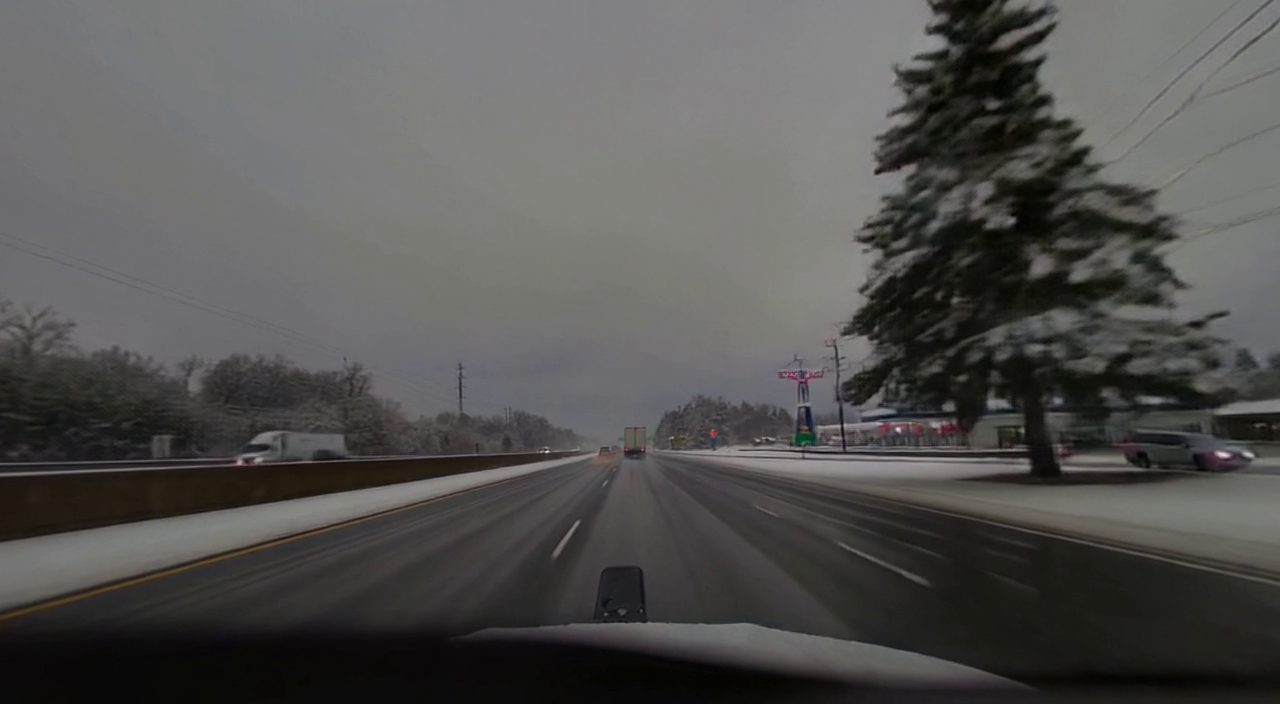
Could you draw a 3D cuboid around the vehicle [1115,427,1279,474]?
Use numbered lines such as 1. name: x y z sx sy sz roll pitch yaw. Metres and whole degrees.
1. vehicle: 20.389 3.646 23.360 2.029 1.578 4.313 0 -9 -2
